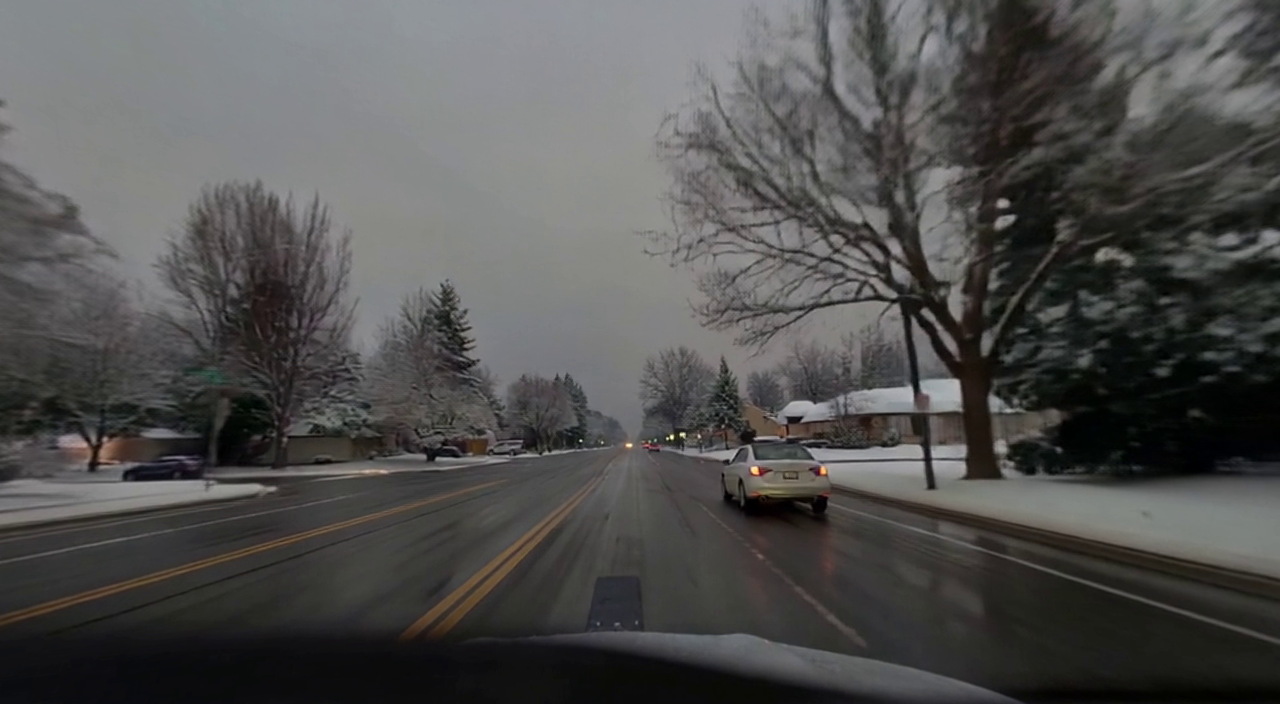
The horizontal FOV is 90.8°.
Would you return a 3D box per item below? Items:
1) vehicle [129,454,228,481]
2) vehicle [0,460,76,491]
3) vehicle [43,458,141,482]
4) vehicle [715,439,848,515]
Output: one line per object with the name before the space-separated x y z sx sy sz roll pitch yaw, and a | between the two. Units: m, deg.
vehicle | -29.408 7.367 40.327 4.917 1.598 1.937 -1 -9 4
vehicle | -31.710 6.193 31.860 4.684 1.435 1.893 0 -8 2
vehicle | -35.225 7.573 40.670 4.534 1.455 1.858 0 -9 1
vehicle | 3.093 2.828 14.826 2.057 1.493 4.225 0 -9 -1
